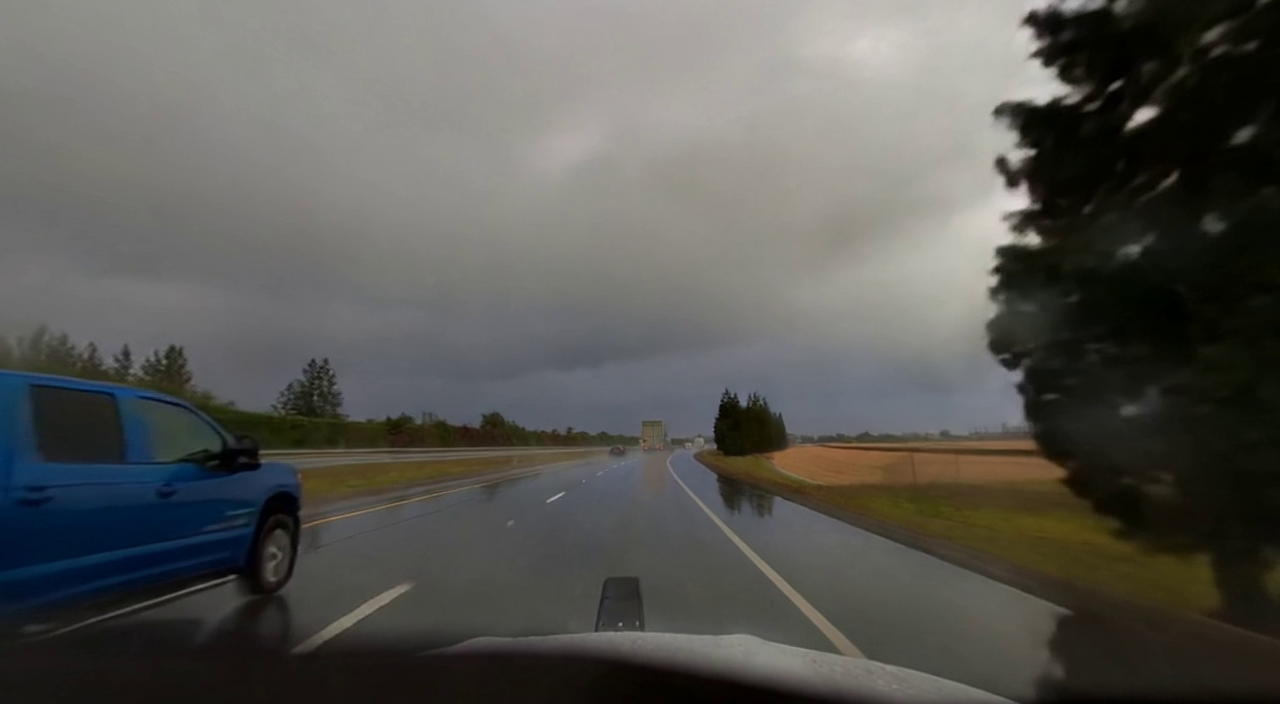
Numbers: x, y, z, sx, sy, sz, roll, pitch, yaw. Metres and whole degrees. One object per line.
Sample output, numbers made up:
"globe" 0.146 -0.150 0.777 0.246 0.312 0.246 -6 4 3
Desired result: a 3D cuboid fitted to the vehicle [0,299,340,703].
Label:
"vehicle" -3.909 0.746 3.119 2.295 1.815 4.983 0 -9 1
